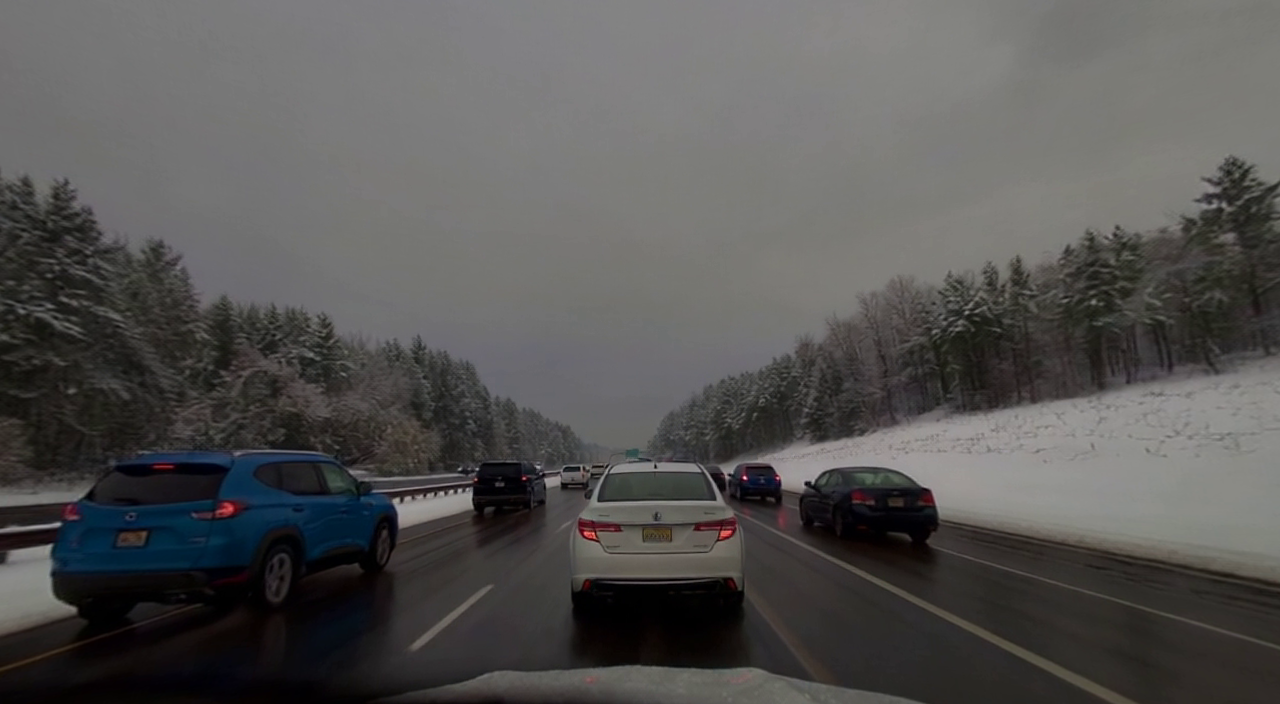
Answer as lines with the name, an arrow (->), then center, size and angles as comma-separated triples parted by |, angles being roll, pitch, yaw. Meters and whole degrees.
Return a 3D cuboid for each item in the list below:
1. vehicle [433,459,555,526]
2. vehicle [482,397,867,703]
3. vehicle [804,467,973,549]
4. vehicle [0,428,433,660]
vehicle -> -3.680, 3.666, 16.862 | 1.960, 1.502, 4.593 | 0, -11, 3
vehicle -> 0.150, 1.498, 5.533 | 2.057, 1.725, 4.126 | 1, -11, -1
vehicle -> 4.915, 3.138, 13.198 | 1.870, 1.382, 4.287 | 0, -11, 1
vehicle -> -3.910, 1.714, 6.536 | 1.994, 1.556, 4.263 | 0, -11, 1
